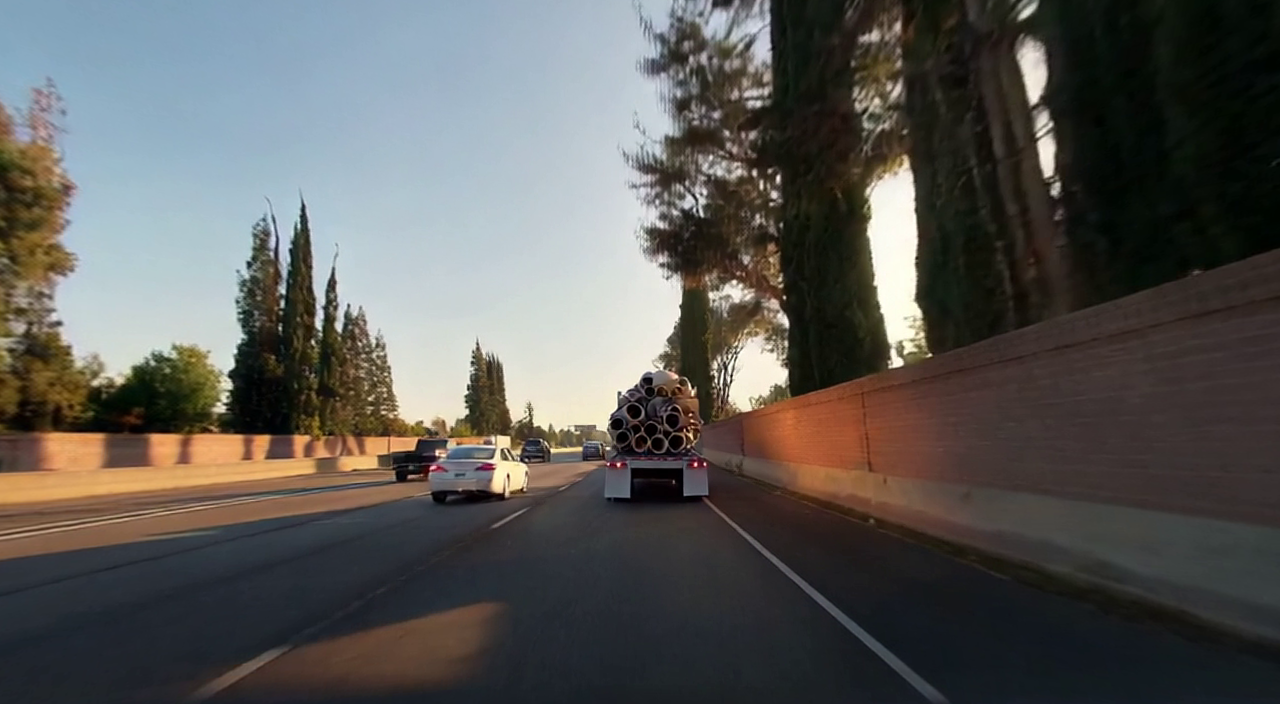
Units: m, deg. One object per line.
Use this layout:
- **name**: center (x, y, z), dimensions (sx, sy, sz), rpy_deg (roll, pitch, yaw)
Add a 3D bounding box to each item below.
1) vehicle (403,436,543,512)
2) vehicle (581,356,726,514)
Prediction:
- **vehicle**: center (-3.664, 2.758, 14.834), dimensions (1.974, 1.475, 4.538), rpy_deg (0, -8, 1)
- **vehicle**: center (0.305, 2.223, 16.607), dimensions (2.798, 3.071, 8.412), rpy_deg (0, -8, 1)
